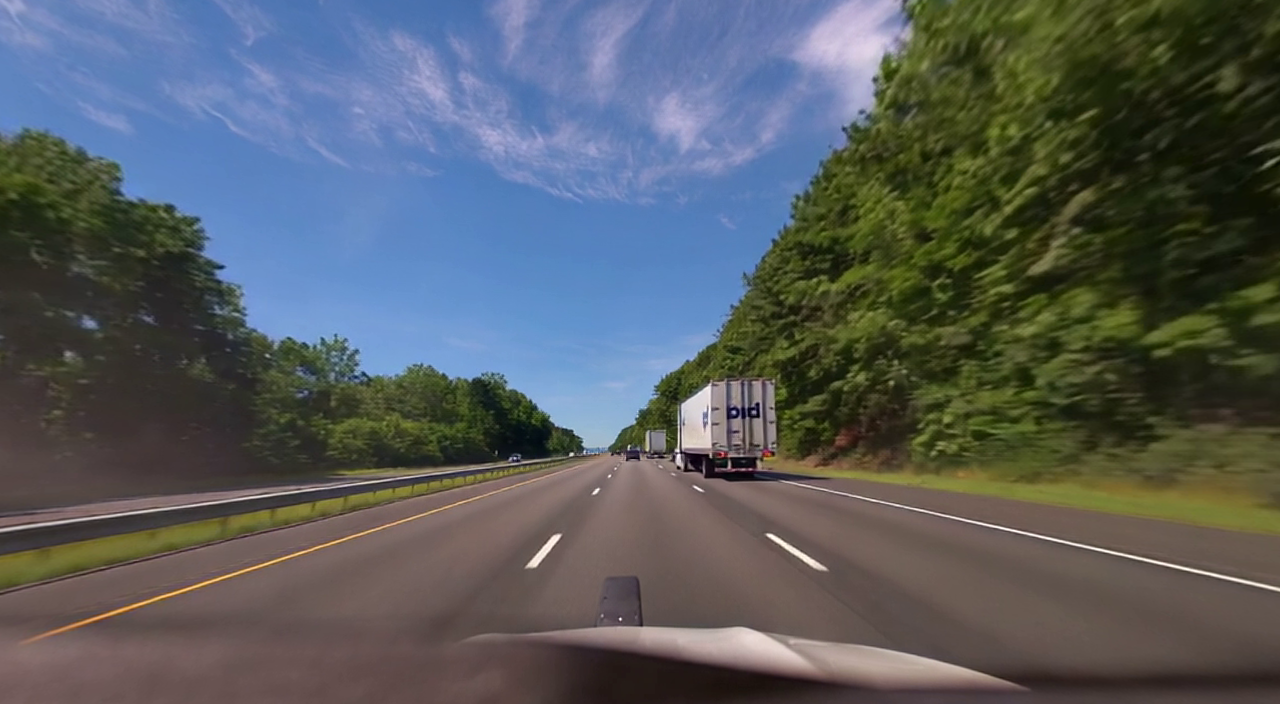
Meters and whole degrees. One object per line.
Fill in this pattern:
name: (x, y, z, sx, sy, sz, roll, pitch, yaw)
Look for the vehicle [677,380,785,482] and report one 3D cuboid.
vehicle: (3.984, 4.171, 31.723, 2.973, 4.007, 14.076, 0, -9, -1)
